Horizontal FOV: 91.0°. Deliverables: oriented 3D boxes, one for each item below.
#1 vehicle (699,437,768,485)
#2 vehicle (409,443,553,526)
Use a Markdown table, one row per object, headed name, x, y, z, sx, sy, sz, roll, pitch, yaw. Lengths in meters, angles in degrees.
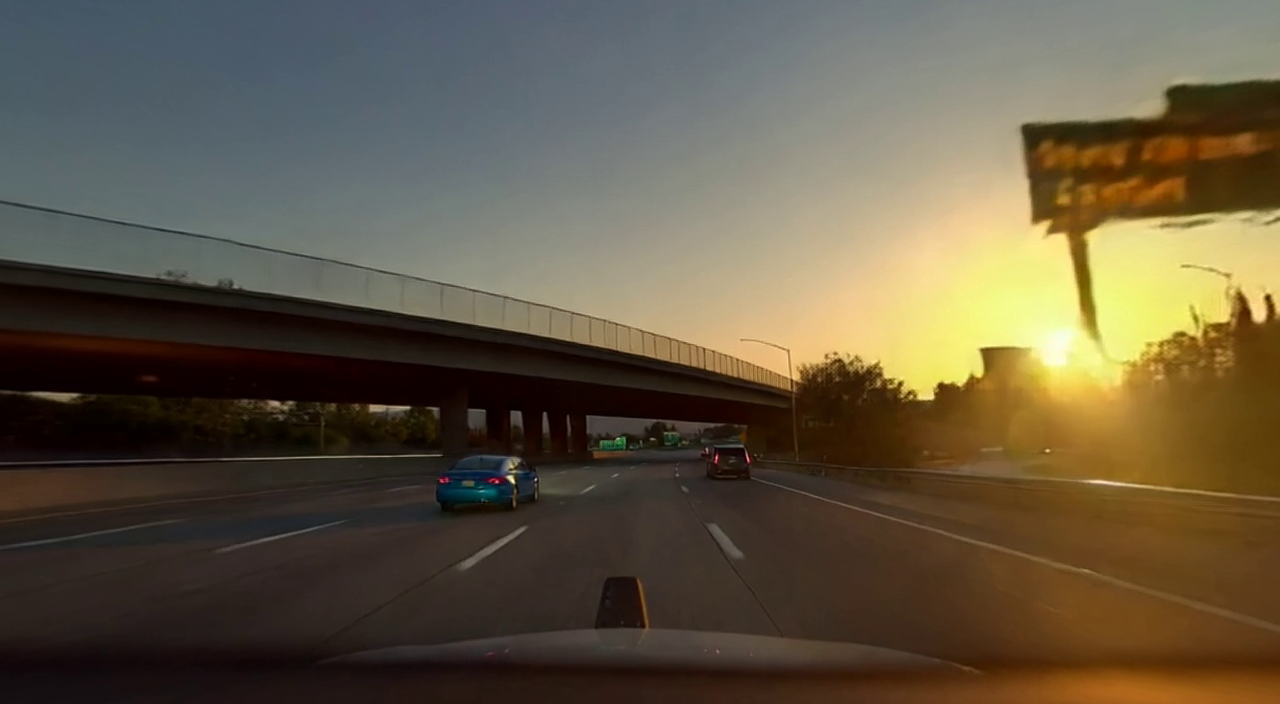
| name | x | y | z | sx | sy | sz | roll | pitch | yaw |
| --- | --- | --- | --- | --- | --- | --- | --- | --- | --- |
| vehicle | 3.835 | 4.589 | 26.665 | 2.225 | 1.833 | 4.340 | 0 | -9 | 0 |
| vehicle | -3.216 | 2.772 | 13.753 | 1.937 | 1.490 | 4.372 | 0 | -9 | 1 |
